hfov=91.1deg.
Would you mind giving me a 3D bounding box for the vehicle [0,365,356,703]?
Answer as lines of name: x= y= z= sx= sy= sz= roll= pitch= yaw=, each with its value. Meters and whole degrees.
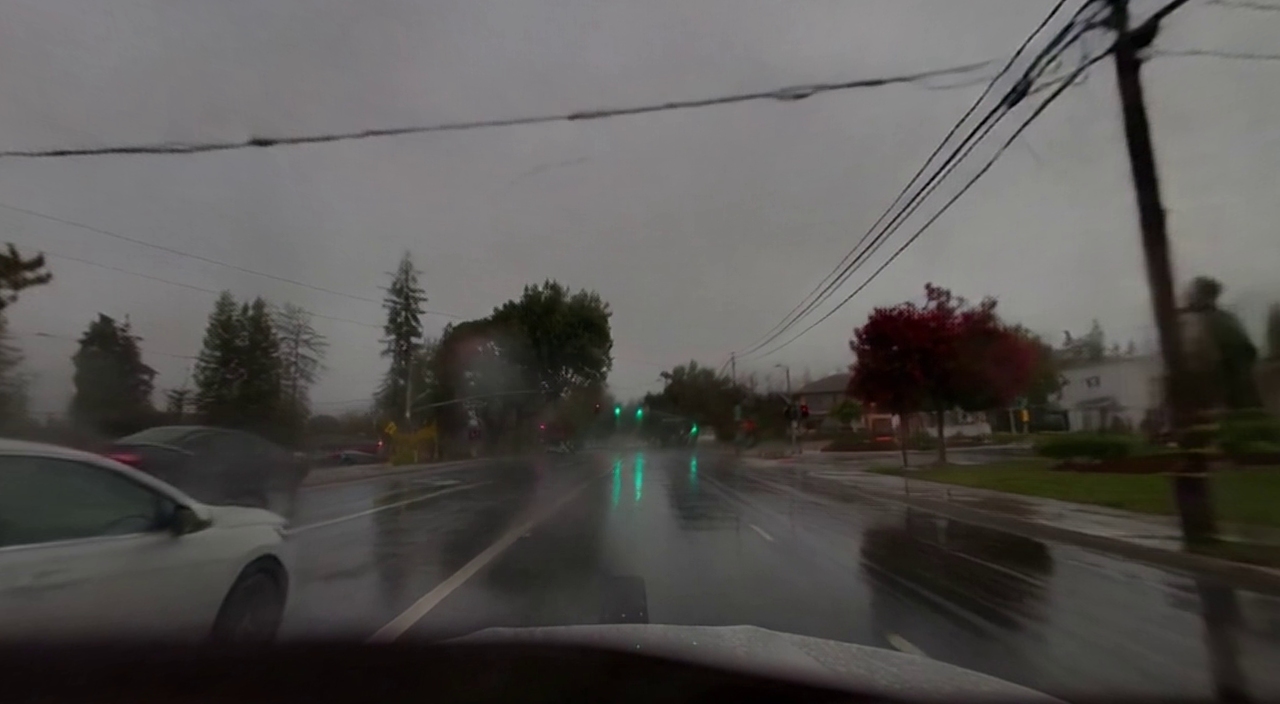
vehicle: x=-3.334 y=0.858 z=2.358 sx=2.139 sy=1.564 sz=4.901 roll=0 pitch=-8 yaw=1
